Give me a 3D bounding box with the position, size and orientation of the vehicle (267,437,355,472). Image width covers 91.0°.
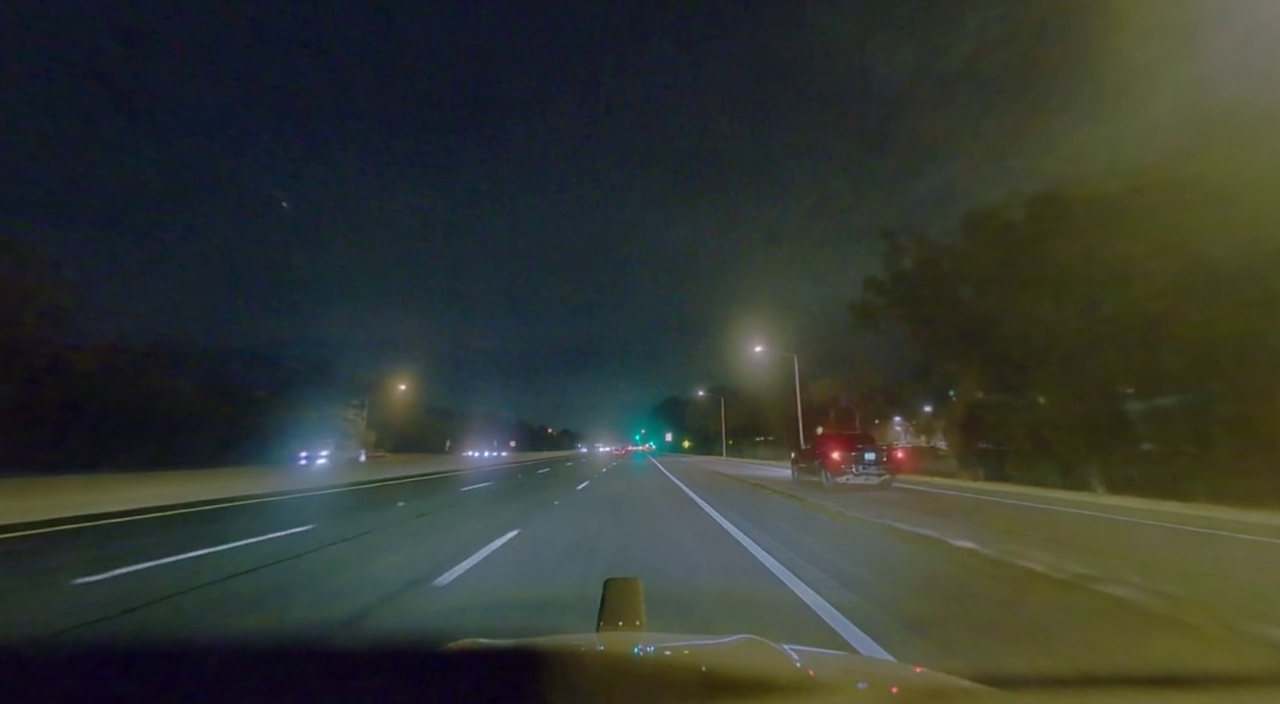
[{"bbox_3d":[-23.617,7.382,45.624,2.507,2.343,6.755,0,-9,2],"label":"vehicle"}]
